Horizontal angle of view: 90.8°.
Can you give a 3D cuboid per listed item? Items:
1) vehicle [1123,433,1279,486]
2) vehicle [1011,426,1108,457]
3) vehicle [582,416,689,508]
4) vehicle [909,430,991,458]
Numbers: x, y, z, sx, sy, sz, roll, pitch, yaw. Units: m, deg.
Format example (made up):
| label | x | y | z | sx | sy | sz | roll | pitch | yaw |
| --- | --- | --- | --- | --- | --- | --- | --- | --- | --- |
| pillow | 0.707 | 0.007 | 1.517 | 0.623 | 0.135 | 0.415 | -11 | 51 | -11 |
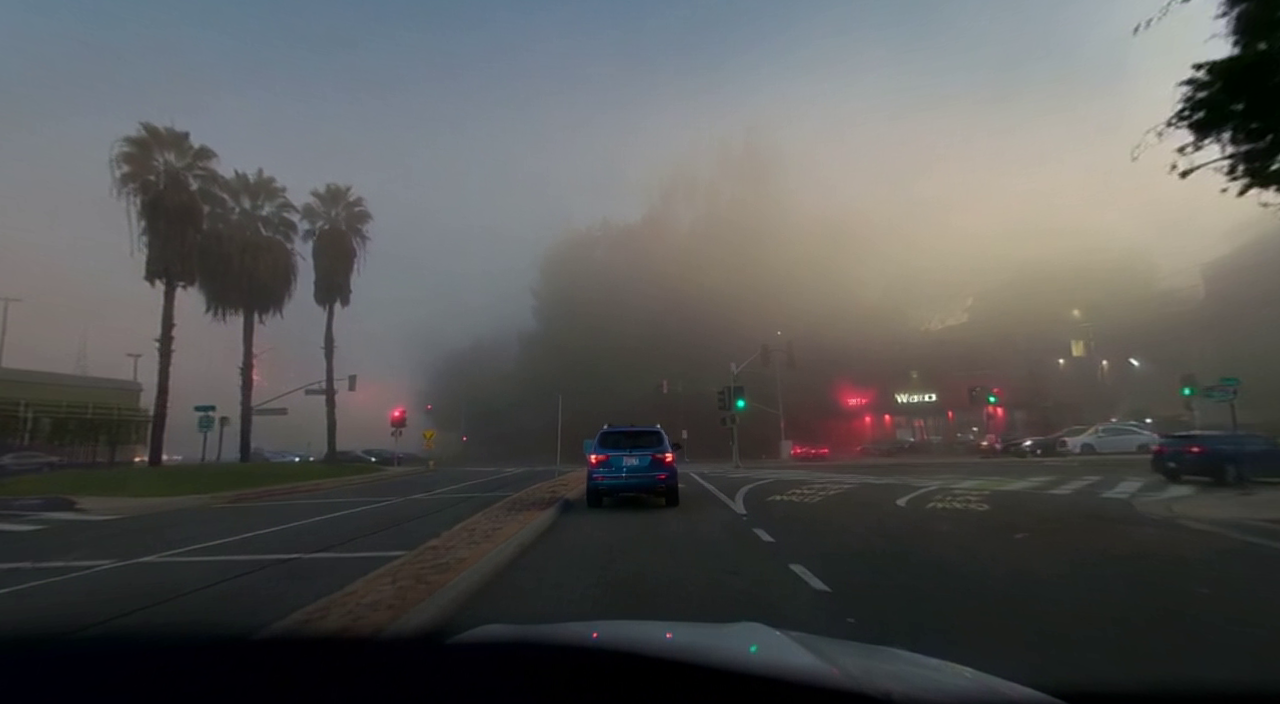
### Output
| label | x | y | z | sx | sy | sz | roll | pitch | yaw |
| --- | --- | --- | --- | --- | --- | --- | --- | --- | --- |
| vehicle | 18.324 | 3.396 | 20.195 | 4.542 | 1.560 | 2.086 | 2 | -9 | -15 |
| vehicle | 25.095 | 5.396 | 37.909 | 4.641 | 1.778 | 1.958 | -6 | -10 | 33 |
| vehicle | -0.029 | 2.688 | 15.795 | 2.263 | 1.932 | 4.709 | 0 | -8 | 2 |
| vehicle | 21.750 | 6.488 | 44.343 | 4.852 | 1.847 | 1.983 | -6 | -10 | 33 |
